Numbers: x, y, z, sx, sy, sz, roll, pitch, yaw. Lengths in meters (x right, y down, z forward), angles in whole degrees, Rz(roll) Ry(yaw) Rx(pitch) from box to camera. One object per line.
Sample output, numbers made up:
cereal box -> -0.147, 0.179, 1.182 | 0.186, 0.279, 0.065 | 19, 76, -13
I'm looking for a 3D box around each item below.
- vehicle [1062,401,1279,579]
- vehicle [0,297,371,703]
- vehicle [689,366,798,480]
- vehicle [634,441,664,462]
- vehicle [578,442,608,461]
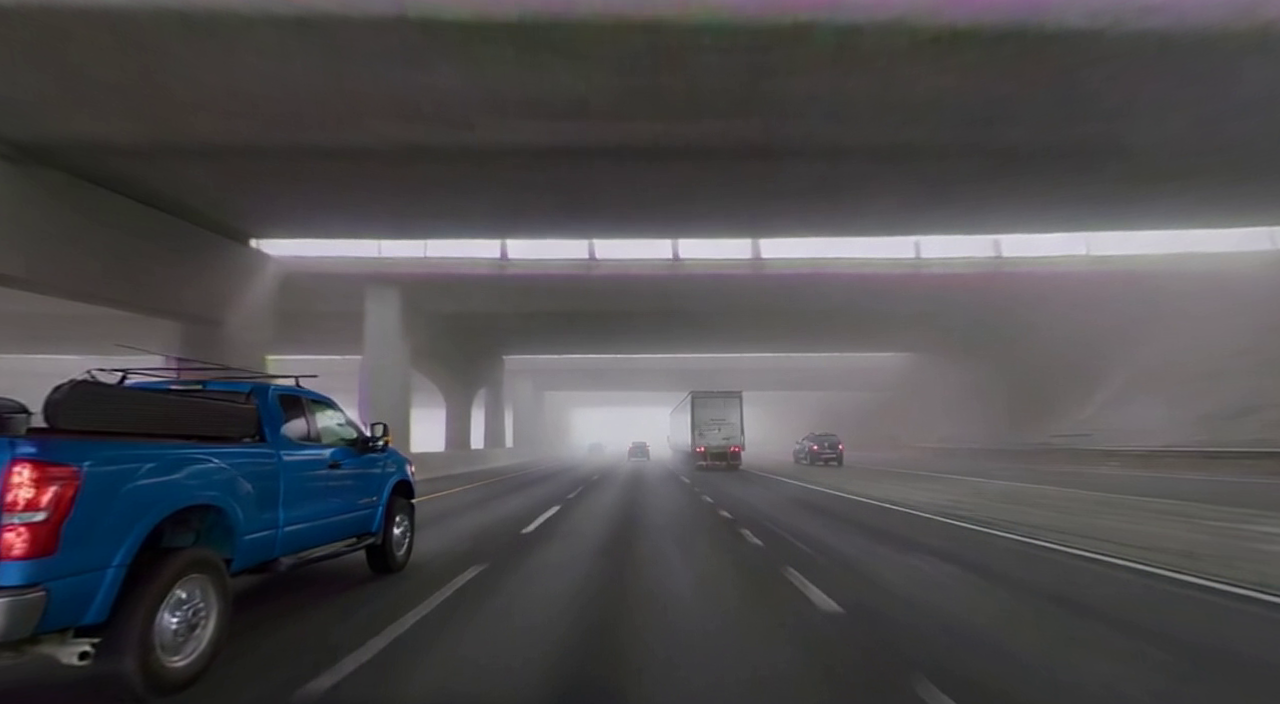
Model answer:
vehicle -> 7.198, 1.446, 6.859 | 1.999, 1.700, 4.640 | 0, -8, 0
vehicle -> -4.438, 0.911, 4.061 | 2.599, 2.054, 6.288 | 0, -8, 0
vehicle -> 4.129, 3.427, 28.696 | 2.885, 4.036, 12.891 | 0, -8, 1
vehicle -> 0.627, 7.198, 45.590 | 2.092, 1.446, 4.092 | 0, -8, 1
vehicle -> -3.654, 7.790, 49.470 | 2.077, 1.446, 4.106 | 0, -8, 0
